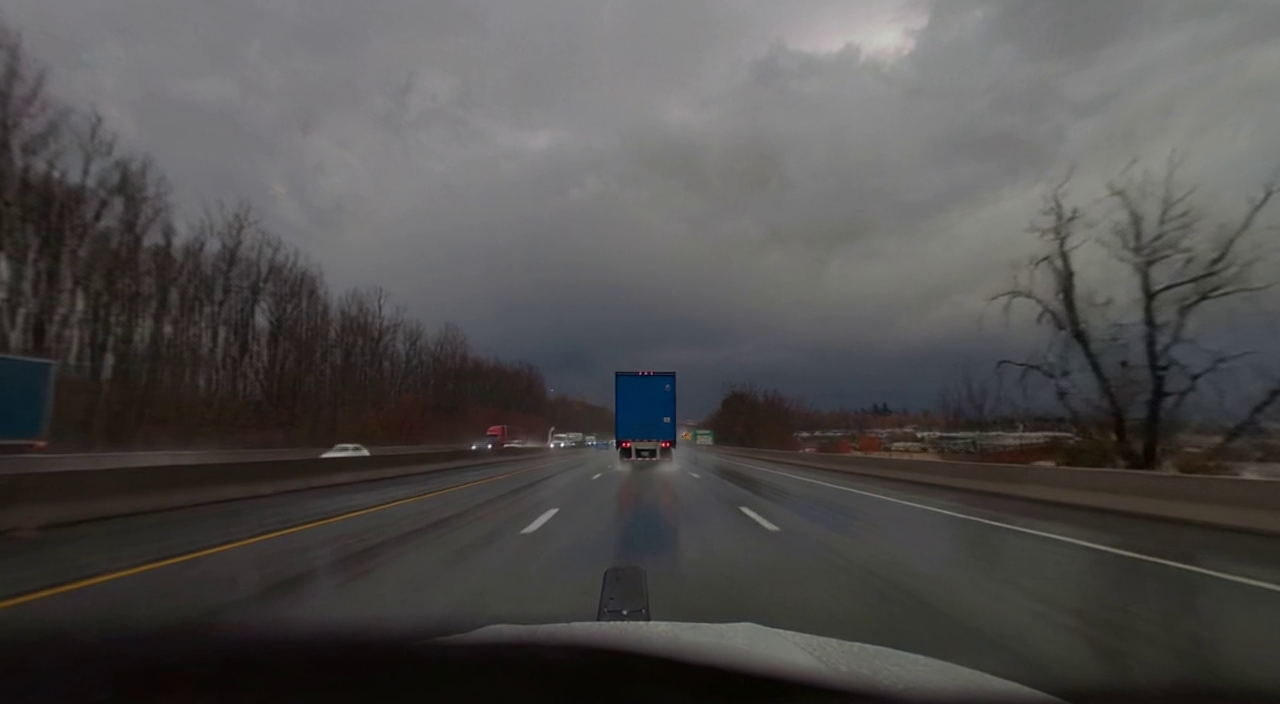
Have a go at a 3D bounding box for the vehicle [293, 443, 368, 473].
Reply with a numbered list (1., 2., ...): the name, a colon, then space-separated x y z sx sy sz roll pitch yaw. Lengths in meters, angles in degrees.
1. vehicle: -16.828 5.748 34.374 1.859 1.495 4.440 0 -8 0

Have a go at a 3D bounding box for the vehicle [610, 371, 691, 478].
1. vehicle: 0.408 3.469 28.891 3.010 4.039 10.481 0 -8 0
